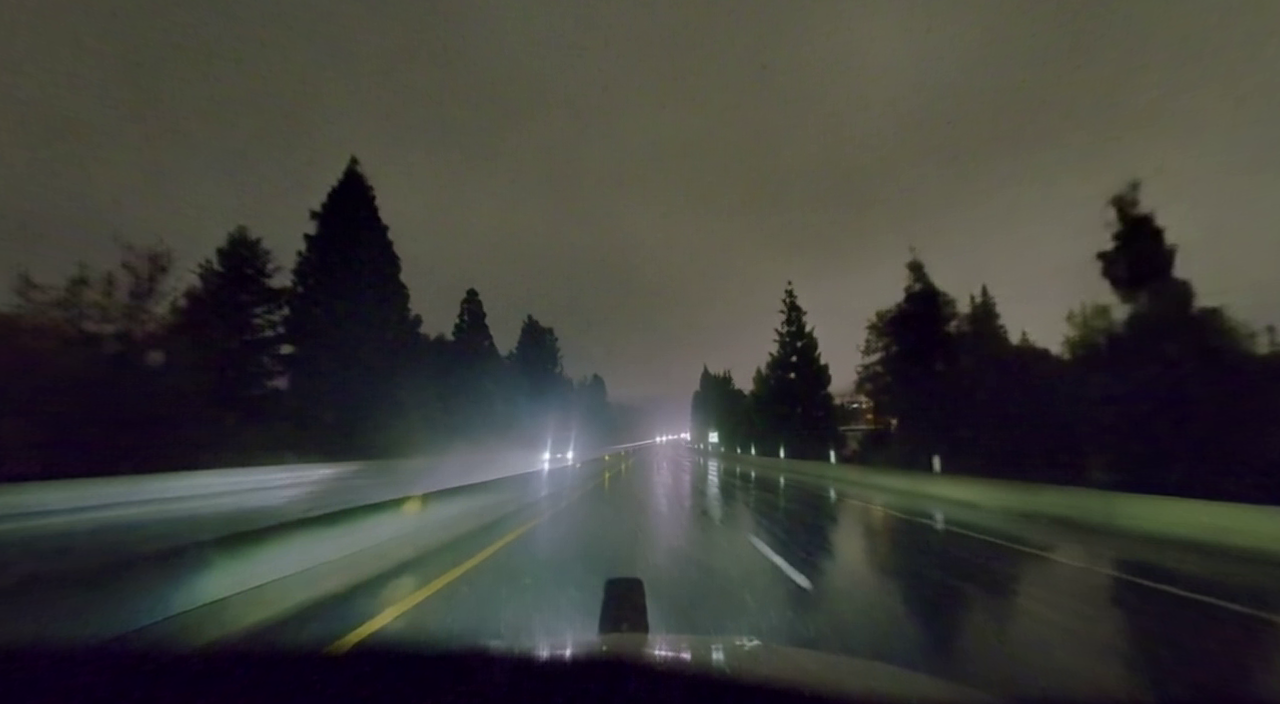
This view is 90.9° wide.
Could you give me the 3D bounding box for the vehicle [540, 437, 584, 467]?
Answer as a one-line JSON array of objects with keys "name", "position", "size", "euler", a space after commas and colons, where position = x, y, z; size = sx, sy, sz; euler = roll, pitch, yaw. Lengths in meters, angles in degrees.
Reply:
[{"name": "vehicle", "position": [-5.313, 6.872, 43.453], "size": [2.341, 1.910, 4.785], "euler": [0, -8, 1]}]
